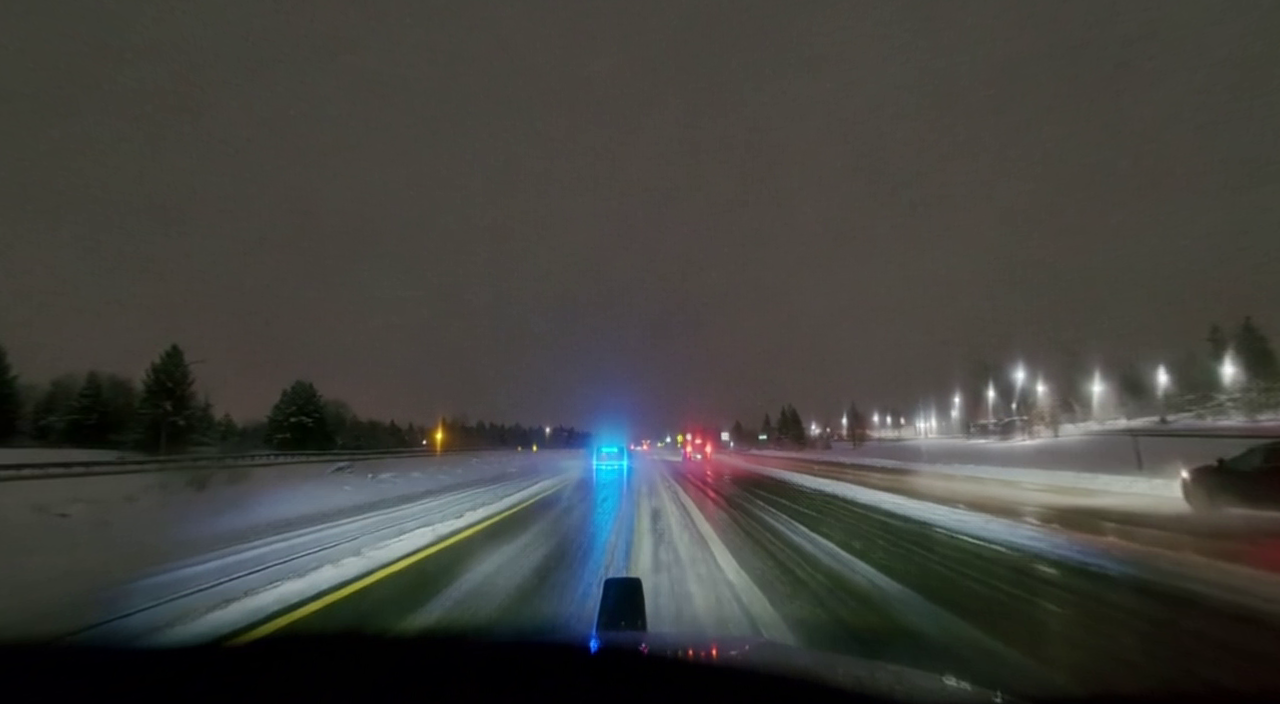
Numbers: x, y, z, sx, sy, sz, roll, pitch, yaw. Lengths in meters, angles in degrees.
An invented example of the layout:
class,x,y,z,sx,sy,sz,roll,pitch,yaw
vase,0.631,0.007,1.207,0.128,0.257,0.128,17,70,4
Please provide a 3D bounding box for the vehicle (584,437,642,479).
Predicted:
class,x,y,z,sx,sy,sz,roll,pitch,yaw
vehicle,-0.979,4.234,25.356,2.050,1.546,4.344,0,-8,1

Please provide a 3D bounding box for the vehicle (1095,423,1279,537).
class,x,y,z,sx,sy,sz,roll,pitch,yaw
vehicle,9.461,1.820,9.189,1.870,1.493,5.015,0,-8,1

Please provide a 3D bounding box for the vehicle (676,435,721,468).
class,x,y,z,sx,sy,sz,roll,pitch,yaw
vehicle,3.130,5.464,34.561,2.063,1.698,4.355,0,-8,0
